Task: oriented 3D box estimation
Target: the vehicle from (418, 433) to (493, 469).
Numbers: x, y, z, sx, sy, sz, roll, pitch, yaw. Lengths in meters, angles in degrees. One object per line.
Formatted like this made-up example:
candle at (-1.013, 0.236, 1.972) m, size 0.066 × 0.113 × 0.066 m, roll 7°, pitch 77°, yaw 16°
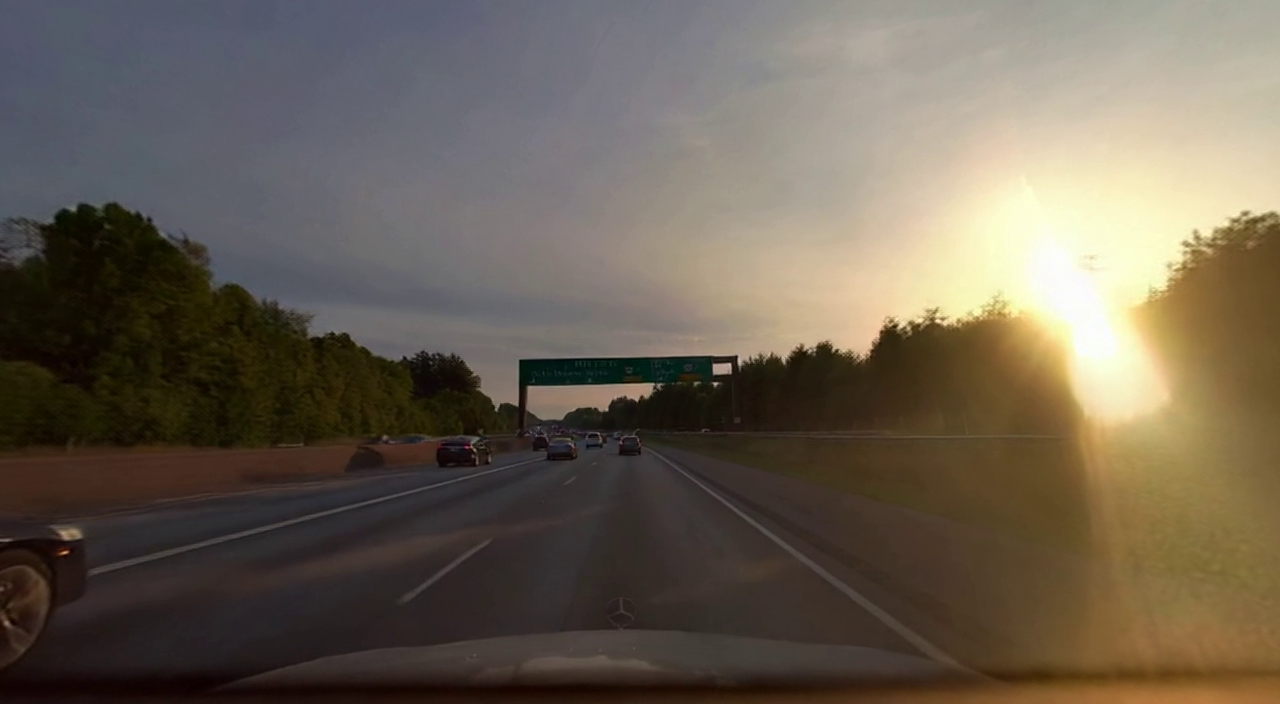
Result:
vehicle at (-8.303, 4.489, 28.855) m, size 1.953 × 1.524 × 4.863 m, roll 0°, pitch -8°, yaw 0°

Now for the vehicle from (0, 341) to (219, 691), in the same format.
vehicle at (-4.337, 0.791, 2.759) m, size 1.971 × 1.822 × 4.366 m, roll 0°, pitch -8°, yaw -1°

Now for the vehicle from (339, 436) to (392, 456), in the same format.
vehicle at (-20.720, 7.095, 47.654) m, size 1.893 × 1.463 × 4.702 m, roll 0°, pitch -8°, yaw 0°

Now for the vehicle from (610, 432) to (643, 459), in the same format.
vehicle at (-0.868, 5.964, 40.357) m, size 2.002 × 1.611 × 3.778 m, roll 0°, pitch -8°, yaw -1°

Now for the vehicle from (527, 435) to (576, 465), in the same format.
vehicle at (-4.454, 4.974, 32.194) m, size 1.909 × 1.445 × 4.087 m, roll 0°, pitch -8°, yaw 0°

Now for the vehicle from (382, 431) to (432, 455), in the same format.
vehicle at (-16.432, 6.447, 44.550) m, size 1.903 × 1.612 × 4.379 m, roll 0°, pitch -8°, yaw 0°
